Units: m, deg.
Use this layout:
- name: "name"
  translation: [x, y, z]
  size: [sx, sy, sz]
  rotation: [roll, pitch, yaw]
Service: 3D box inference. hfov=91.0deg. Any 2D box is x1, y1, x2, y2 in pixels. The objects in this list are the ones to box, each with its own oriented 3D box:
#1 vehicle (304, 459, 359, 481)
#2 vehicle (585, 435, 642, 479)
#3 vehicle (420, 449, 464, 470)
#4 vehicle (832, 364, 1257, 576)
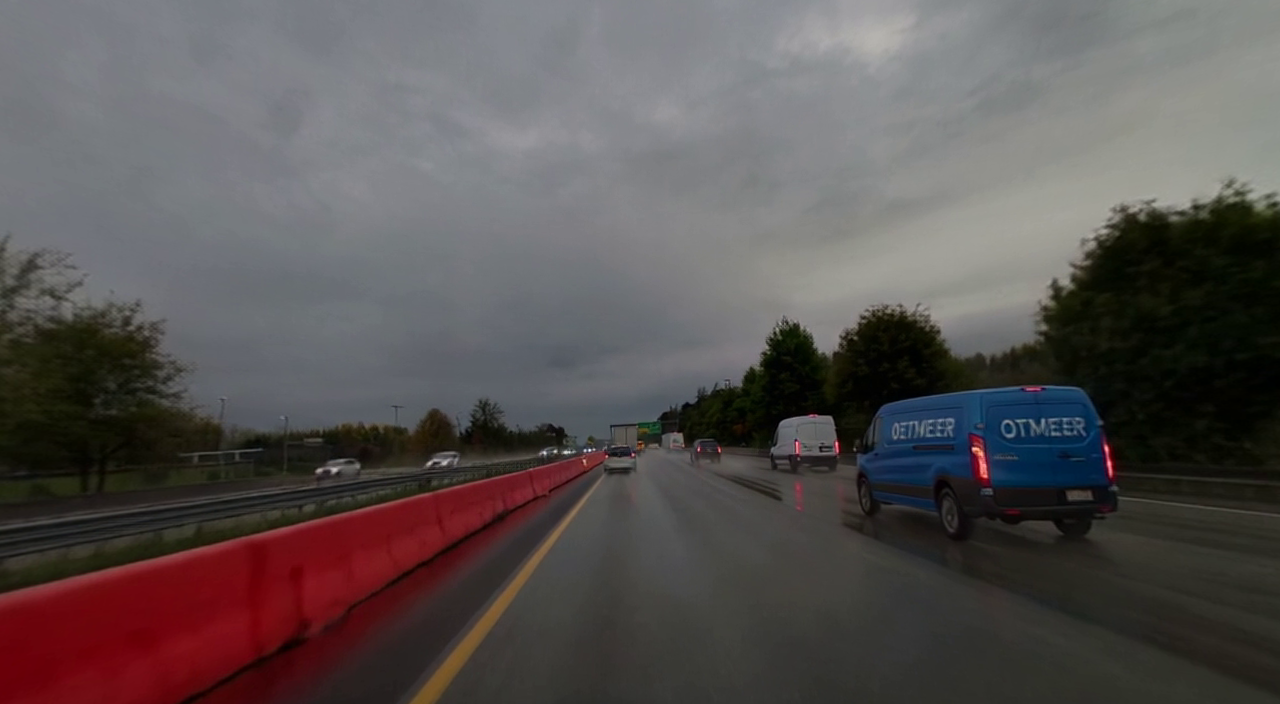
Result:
- name: "vehicle"
  translation: [-22.429, 8.648, 45.924]
  size: [1.889, 1.501, 4.156]
  rotation: [0, -12, 0]
- name: "vehicle"
  translation: [-1.032, 4.170, 25.289]
  size: [2.100, 1.636, 3.620]
  rotation: [0, -8, -2]
- name: "vehicle"
  translation: [-14.813, 8.051, 47.414]
  size: [1.876, 1.451, 4.620]
  rotation: [-1, -8, -1]
- name: "vehicle"
  translation: [4.673, 1.476, 8.644]
  size: [2.223, 2.008, 5.121]
  rotation: [0, -8, -3]
